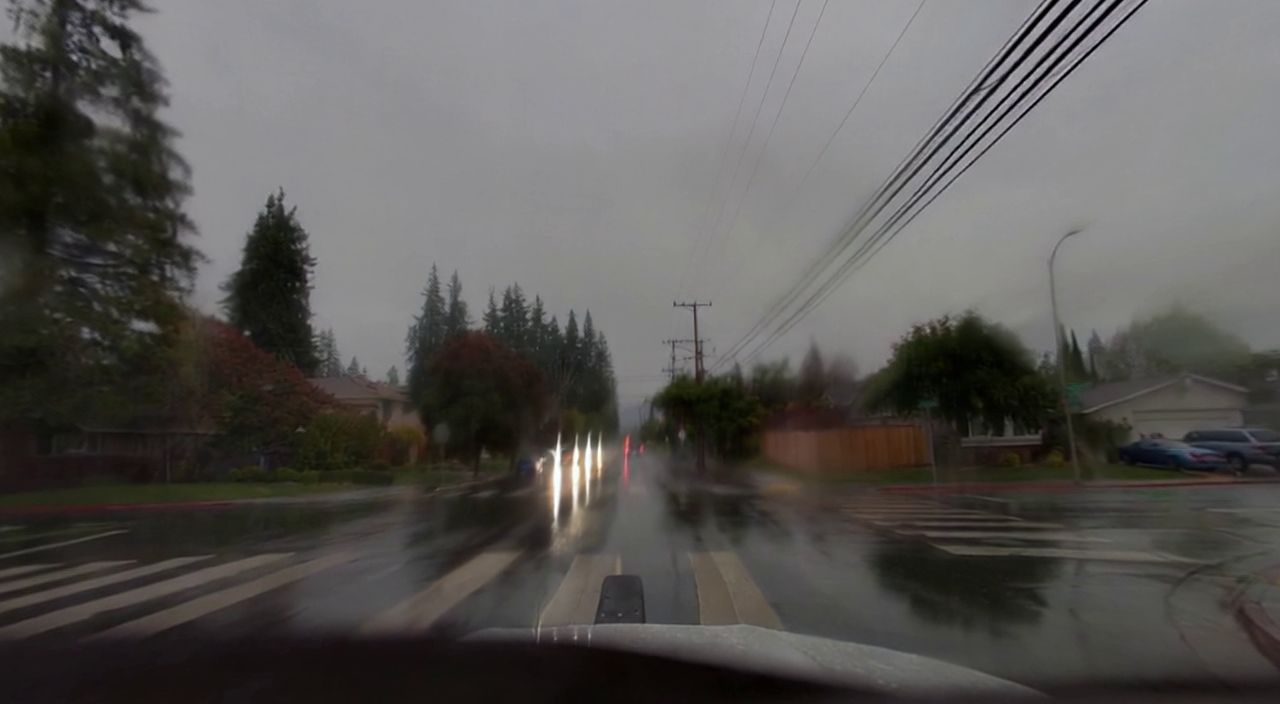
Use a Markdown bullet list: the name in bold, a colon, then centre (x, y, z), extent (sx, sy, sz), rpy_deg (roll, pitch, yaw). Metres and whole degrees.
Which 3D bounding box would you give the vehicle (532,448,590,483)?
- **vehicle**: centre (-3.614, 5.246, 29.487), extent (2.102, 1.463, 4.024), rpy_deg (0, -9, 1)

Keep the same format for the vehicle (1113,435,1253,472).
- **vehicle**: centre (23.428, 4.397, 27.561), extent (1.841, 1.448, 4.688), rpy_deg (0, -9, -1)
